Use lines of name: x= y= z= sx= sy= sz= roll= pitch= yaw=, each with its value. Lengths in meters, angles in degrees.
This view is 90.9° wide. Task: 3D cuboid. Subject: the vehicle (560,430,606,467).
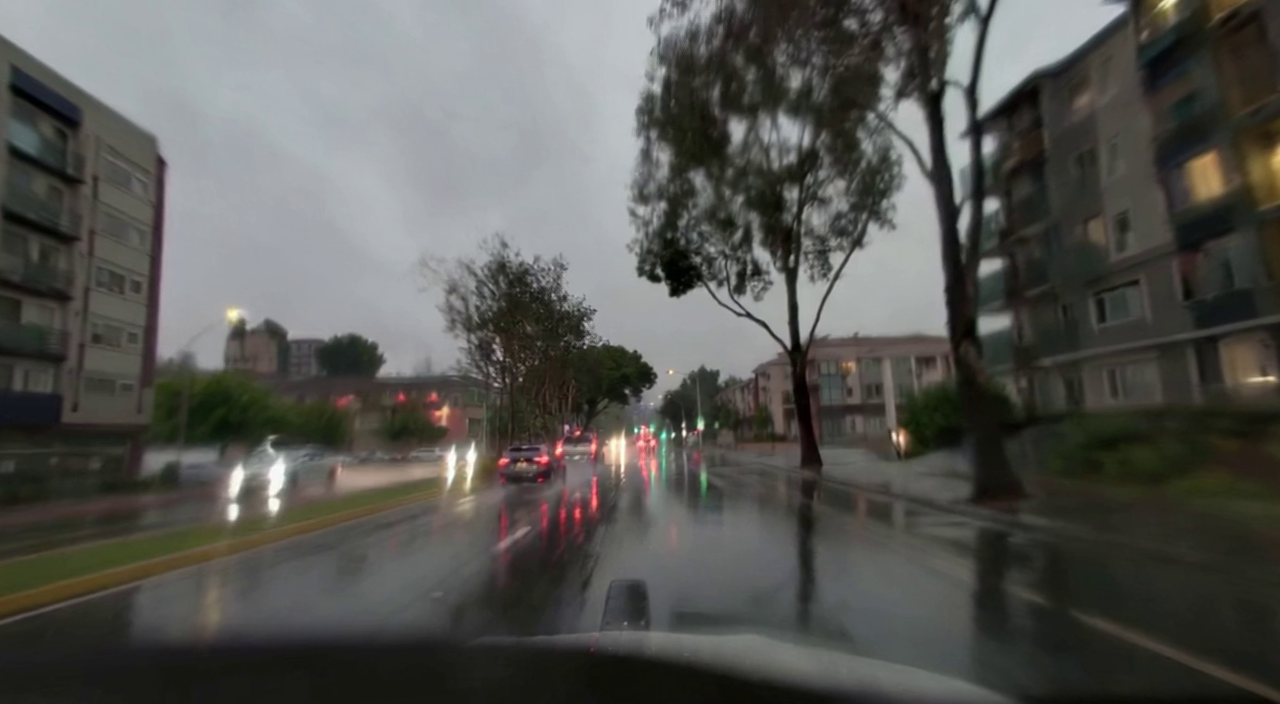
vehicle: x=-3.217 y=5.575 z=36.537 sx=2.152 sy=1.987 sz=4.527 roll=0 pitch=-9 yaw=1

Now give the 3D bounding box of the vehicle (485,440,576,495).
vehicle: x=-3.066 y=3.322 z=18.548 sx=1.959 sy=1.406 sz=4.272 roll=0 pitch=-9 yaw=0

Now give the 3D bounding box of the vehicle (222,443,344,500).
vehicle: x=-12.822 y=4.274 z=23.081 sx=2.017 sy=1.804 sz=4.712 roll=0 pitch=-9 yaw=-5
